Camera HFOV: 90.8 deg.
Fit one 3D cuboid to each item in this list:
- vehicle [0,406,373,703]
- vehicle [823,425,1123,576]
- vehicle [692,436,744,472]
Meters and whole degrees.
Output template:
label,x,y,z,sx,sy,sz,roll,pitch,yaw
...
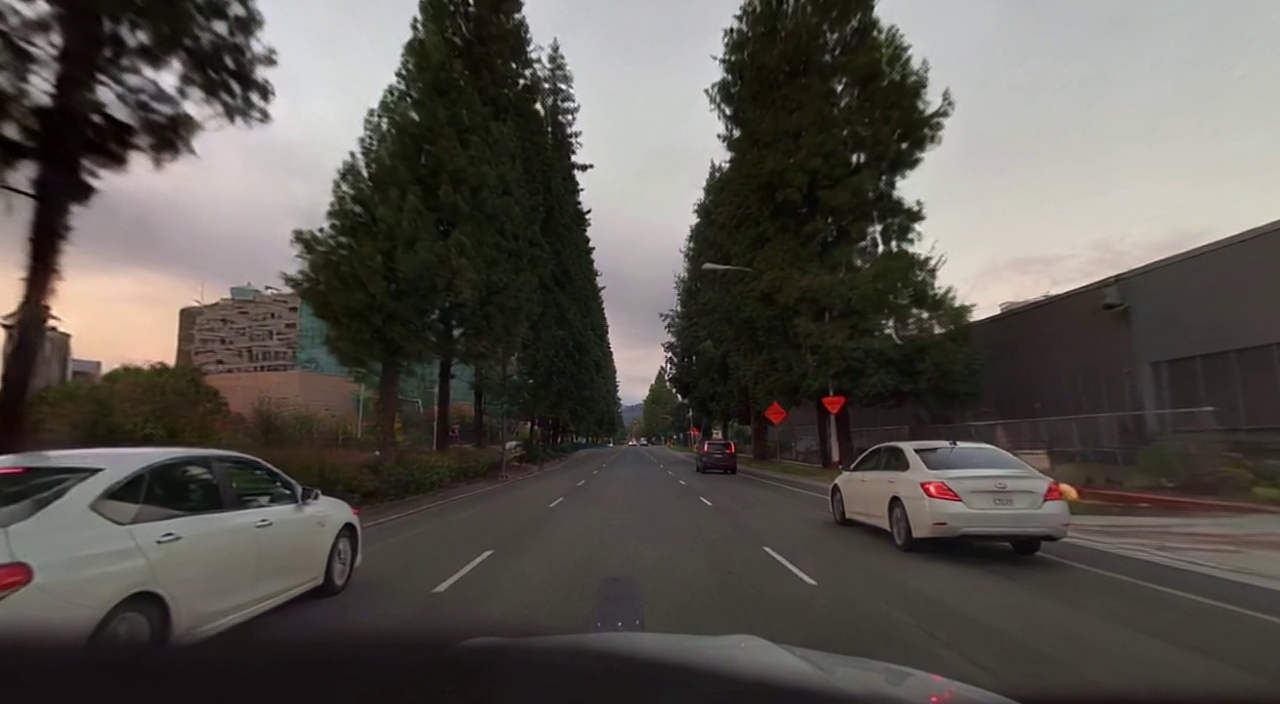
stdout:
label,x,y,z,sx,sy,sz,roll,pitch,yaw
vehicle,-3.521,1.171,3.863,2.020,1.474,4.098,0,-9,-1
vehicle,3.906,1.777,8.287,1.827,1.491,3.743,0,-9,-1
vehicle,4.109,5.479,34.077,2.159,1.793,4.735,0,-9,-1
